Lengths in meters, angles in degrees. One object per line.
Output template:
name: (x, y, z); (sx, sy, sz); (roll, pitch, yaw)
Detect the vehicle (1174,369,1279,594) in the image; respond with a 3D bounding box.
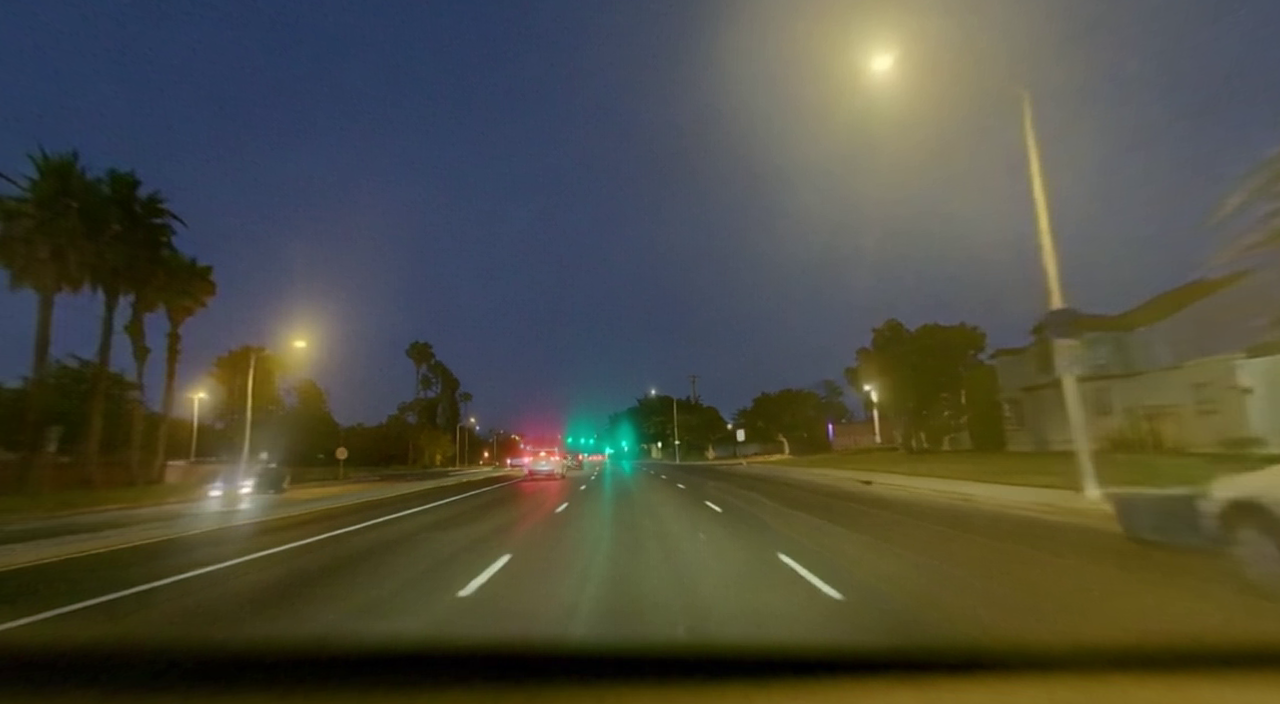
vehicle: (6.947, 0.862, 3.648); (2.418, 2.004, 6.128); (0, -9, 1)

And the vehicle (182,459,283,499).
vehicle: (-19.262, 6.008, 30.158); (2.180, 1.539, 4.244); (-3, -8, -3)

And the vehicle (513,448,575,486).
vehicle: (-4.060, 4.931, 27.550); (2.108, 1.475, 4.555); (0, -9, -2)
